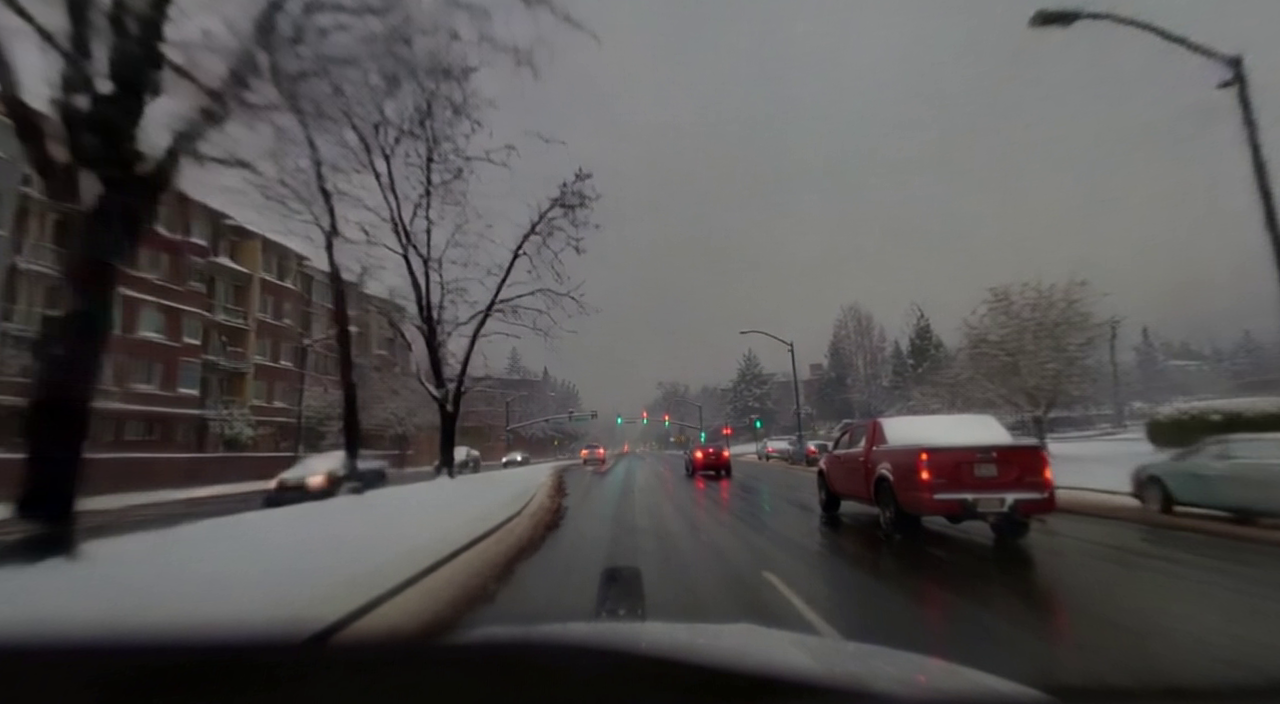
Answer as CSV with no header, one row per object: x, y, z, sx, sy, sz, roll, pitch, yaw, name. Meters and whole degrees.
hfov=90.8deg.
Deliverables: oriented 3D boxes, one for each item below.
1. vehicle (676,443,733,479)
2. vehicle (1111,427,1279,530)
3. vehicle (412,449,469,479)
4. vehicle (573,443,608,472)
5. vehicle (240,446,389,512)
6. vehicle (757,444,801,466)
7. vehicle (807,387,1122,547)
2.830,4.908,28.651,2.003,1.480,4.494,0,-9,-1,vehicle
10.240,1.987,10.113,1.865,1.478,4.599,0,-9,0,vehicle
-12.077,6.796,38.614,2.027,1.736,4.694,0,-9,-1,vehicle
-3.100,6.699,40.382,2.065,1.716,4.265,0,-9,-3,vehicle
-9.077,3.546,18.121,1.941,1.639,4.293,0,-9,0,vehicle
10.002,7.446,45.688,2.014,1.480,4.783,0,-9,-1,vehicle
4.872,1.889,10.946,2.427,2.017,5.763,0,-9,1,vehicle
